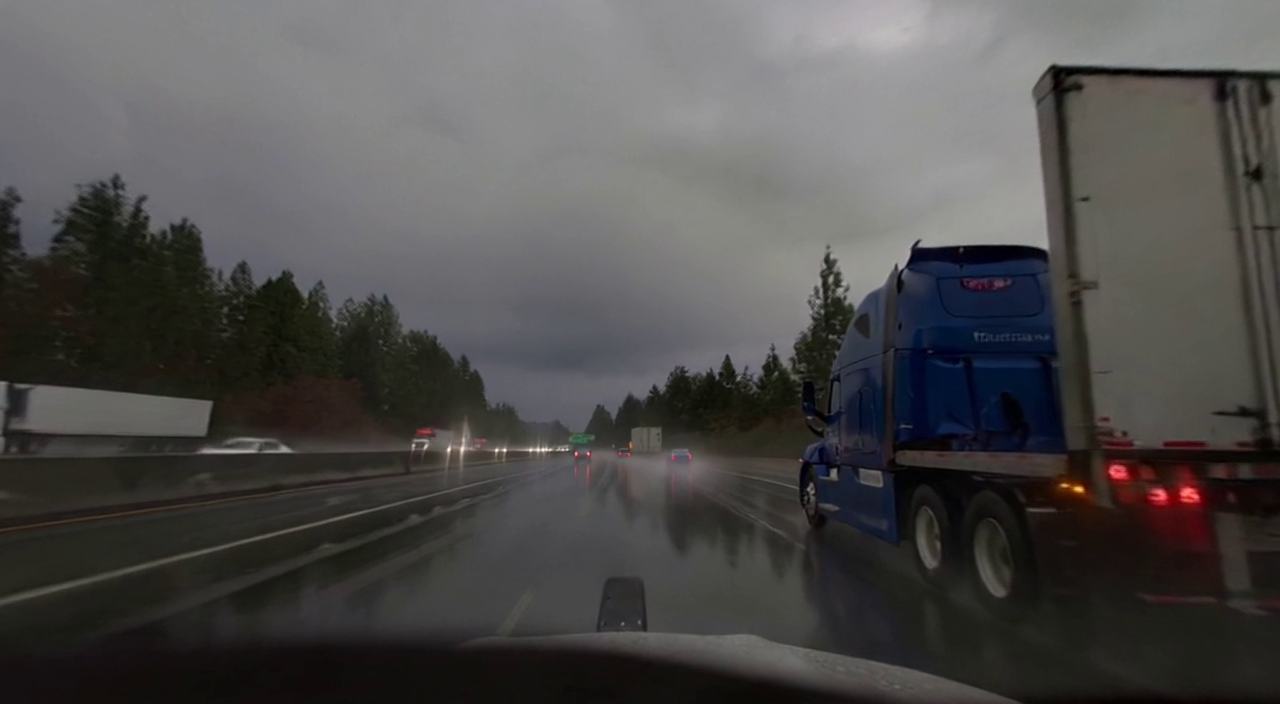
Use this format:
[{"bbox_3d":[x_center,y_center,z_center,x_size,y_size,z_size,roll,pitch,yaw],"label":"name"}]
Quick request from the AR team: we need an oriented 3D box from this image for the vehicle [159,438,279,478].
[{"bbox_3d":[-16.522,4.186,25.011,1.869,1.442,4.226,0,-9,-1],"label":"vehicle"}]

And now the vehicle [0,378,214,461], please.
[{"bbox_3d":[-33.329,4.382,38.578,3.123,4.095,15.376,3,-9,3],"label":"vehicle"}]

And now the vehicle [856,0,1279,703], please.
[{"bbox_3d":[4.083,-0.578,0.174,2.847,4.075,14.244,0,-9,-1],"label":"vehicle"}]

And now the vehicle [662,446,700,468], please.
[{"bbox_3d":[3.039,7.927,47.632,2.246,1.583,4.813,0,-9,-3],"label":"vehicle"}]
